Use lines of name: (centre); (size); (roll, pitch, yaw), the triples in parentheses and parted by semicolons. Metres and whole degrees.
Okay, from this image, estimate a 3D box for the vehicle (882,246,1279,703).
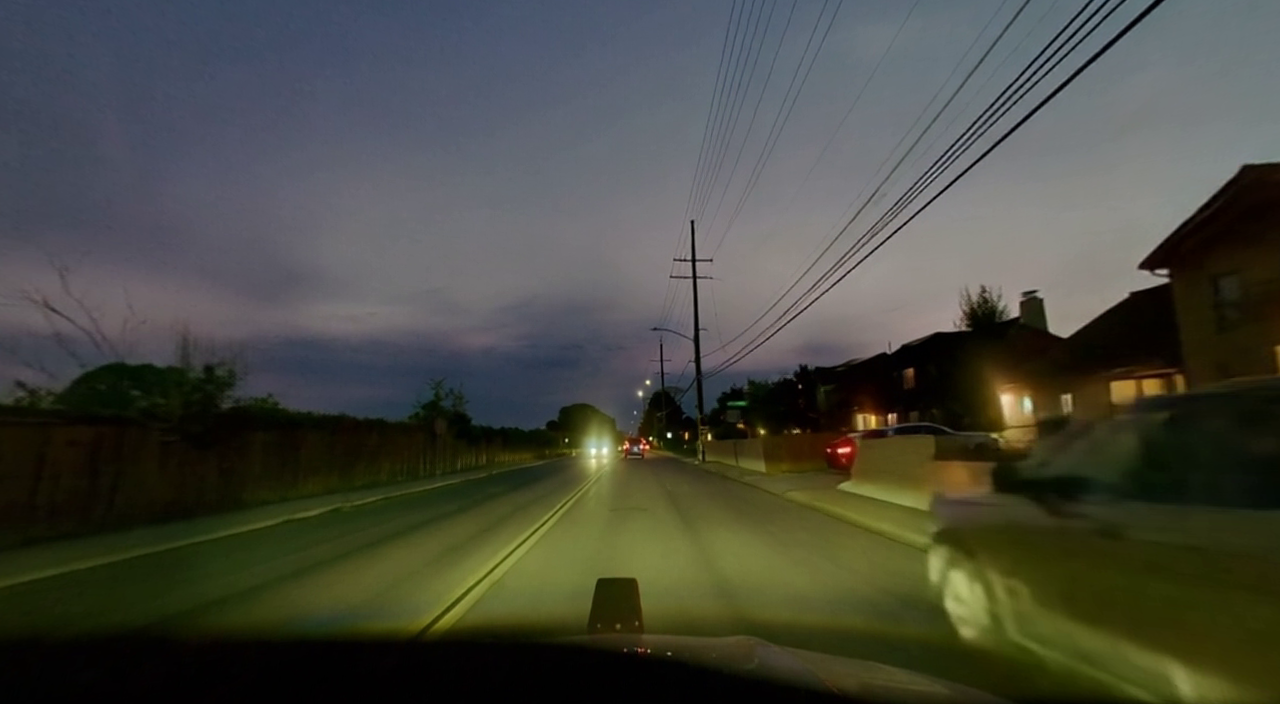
vehicle: (3.021, 0.715, 1.887); (2.278, 1.933, 5.860); (3, -8, -1)
